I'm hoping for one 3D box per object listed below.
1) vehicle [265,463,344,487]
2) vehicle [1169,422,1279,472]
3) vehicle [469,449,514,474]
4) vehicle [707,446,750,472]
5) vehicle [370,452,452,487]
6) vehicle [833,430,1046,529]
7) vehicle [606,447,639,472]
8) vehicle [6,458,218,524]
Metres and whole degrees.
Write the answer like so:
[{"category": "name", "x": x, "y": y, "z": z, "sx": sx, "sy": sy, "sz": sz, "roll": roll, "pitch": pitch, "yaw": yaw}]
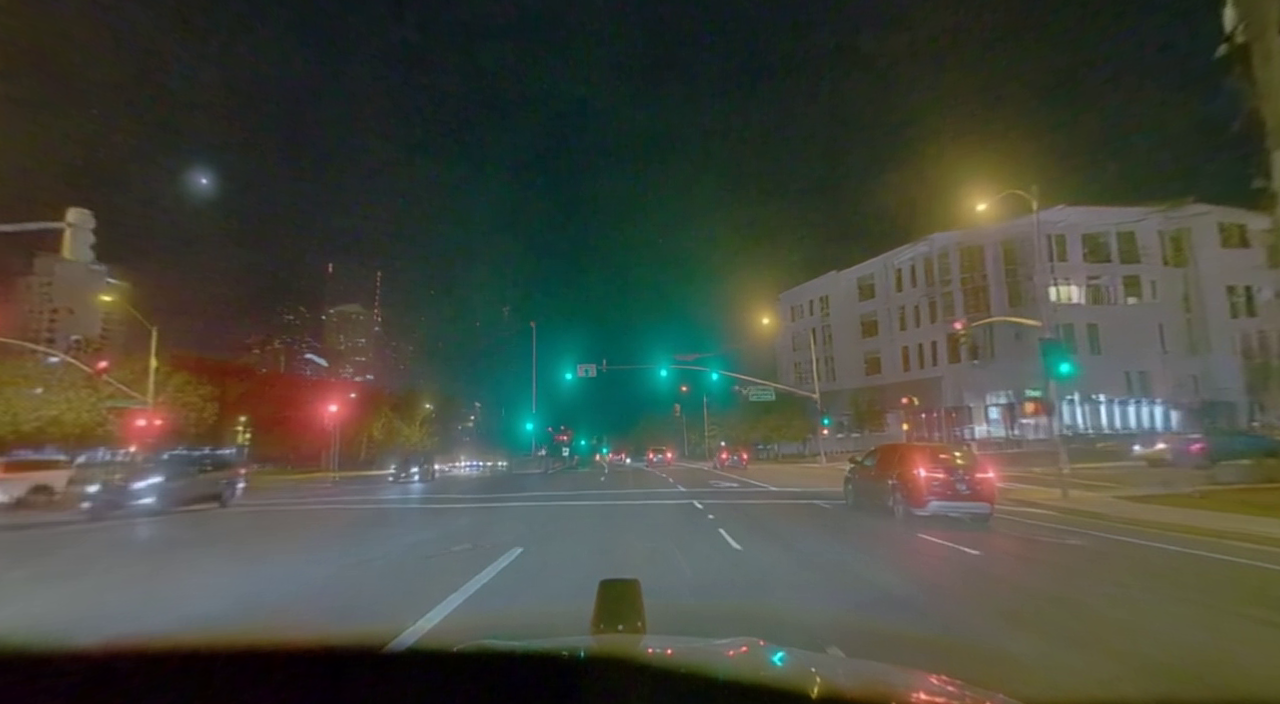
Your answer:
[{"category": "vehicle", "x": -23.781, "y": 8.722, "z": 44.700, "sx": 1.904, "sy": 1.497, "sz": 4.685, "roll": -4, "pitch": -9, "yaw": 22}, {"category": "vehicle", "x": 20.638, "y": 3.114, "z": 20.614, "sx": 4.589, "sy": 1.563, "sz": 2.055, "roll": 0, "pitch": -9, "yaw": 1}, {"category": "vehicle", "x": -10.545, "y": 7.774, "z": 44.825, "sx": 2.022, "sy": 1.673, "sz": 4.393, "roll": 0, "pitch": -9, "yaw": 1}, {"category": "vehicle", "x": 5.475, "y": 6.647, "z": 39.254, "sx": 1.924, "sy": 1.527, "sz": 4.268, "roll": 0, "pitch": -9, "yaw": -2}, {"category": "vehicle", "x": -10.788, "y": 5.527, "z": 29.969, "sx": 1.986, "sy": 1.505, "sz": 4.693, "roll": 0, "pitch": -9, "yaw": 2}, {"category": "vehicle", "x": 5.675, "y": 2.458, "z": 12.719, "sx": 2.056, "sy": 1.624, "sz": 4.498, "roll": 0, "pitch": -9, "yaw": 0}, {"category": "vehicle", "x": -1.128, "y": 6.860, "z": 40.238, "sx": 2.026, "sy": 1.453, "sz": 3.780, "roll": 0, "pitch": -9, "yaw": -2}, {"category": "vehicle", "x": -14.589, "y": 3.828, "z": 17.823, "sx": 1.812, "sy": 1.508, "sz": 4.735, "roll": 0, "pitch": -9, "yaw": 2}]
